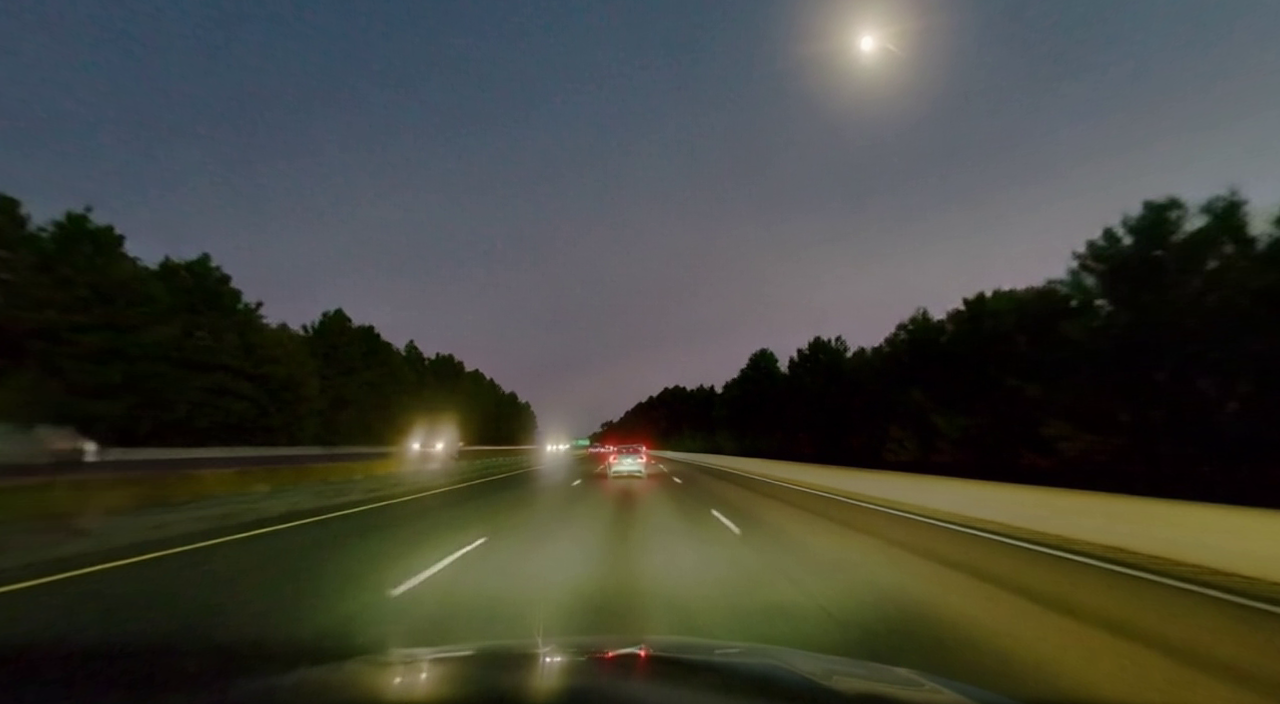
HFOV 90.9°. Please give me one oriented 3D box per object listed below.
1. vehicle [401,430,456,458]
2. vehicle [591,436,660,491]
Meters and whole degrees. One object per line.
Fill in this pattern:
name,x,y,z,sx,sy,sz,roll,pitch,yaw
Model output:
vehicle,-14.030,6.152,42.127,2.090,1.762,4.769,0,-9,-1
vehicle,-0.461,3.529,20.303,2.011,1.590,3.607,0,-9,-1
